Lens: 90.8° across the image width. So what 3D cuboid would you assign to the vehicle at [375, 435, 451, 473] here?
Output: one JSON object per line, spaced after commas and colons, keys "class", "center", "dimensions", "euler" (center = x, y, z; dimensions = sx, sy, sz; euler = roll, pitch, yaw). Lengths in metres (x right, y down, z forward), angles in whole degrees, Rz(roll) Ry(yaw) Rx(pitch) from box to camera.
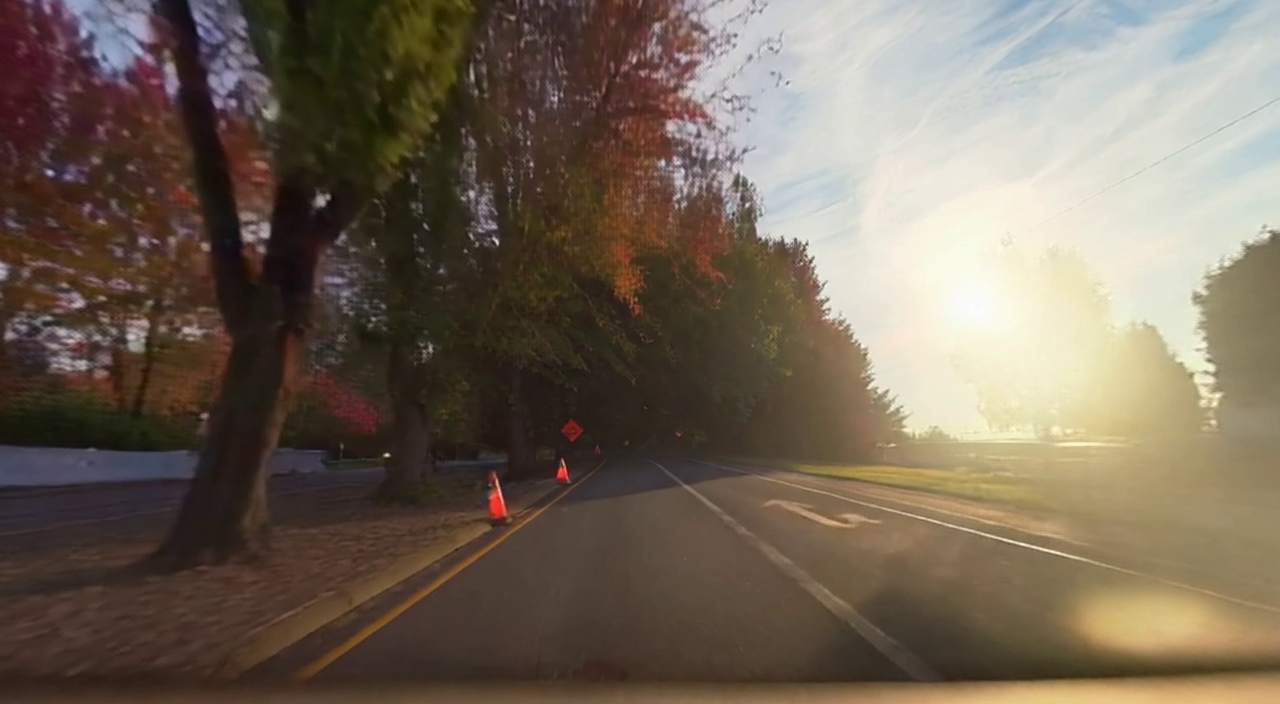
{"class": "vehicle", "center": [-11.361, 5.162, 32.071], "dimensions": [2.236, 1.758, 4.564], "euler": [0, -8, -1]}
